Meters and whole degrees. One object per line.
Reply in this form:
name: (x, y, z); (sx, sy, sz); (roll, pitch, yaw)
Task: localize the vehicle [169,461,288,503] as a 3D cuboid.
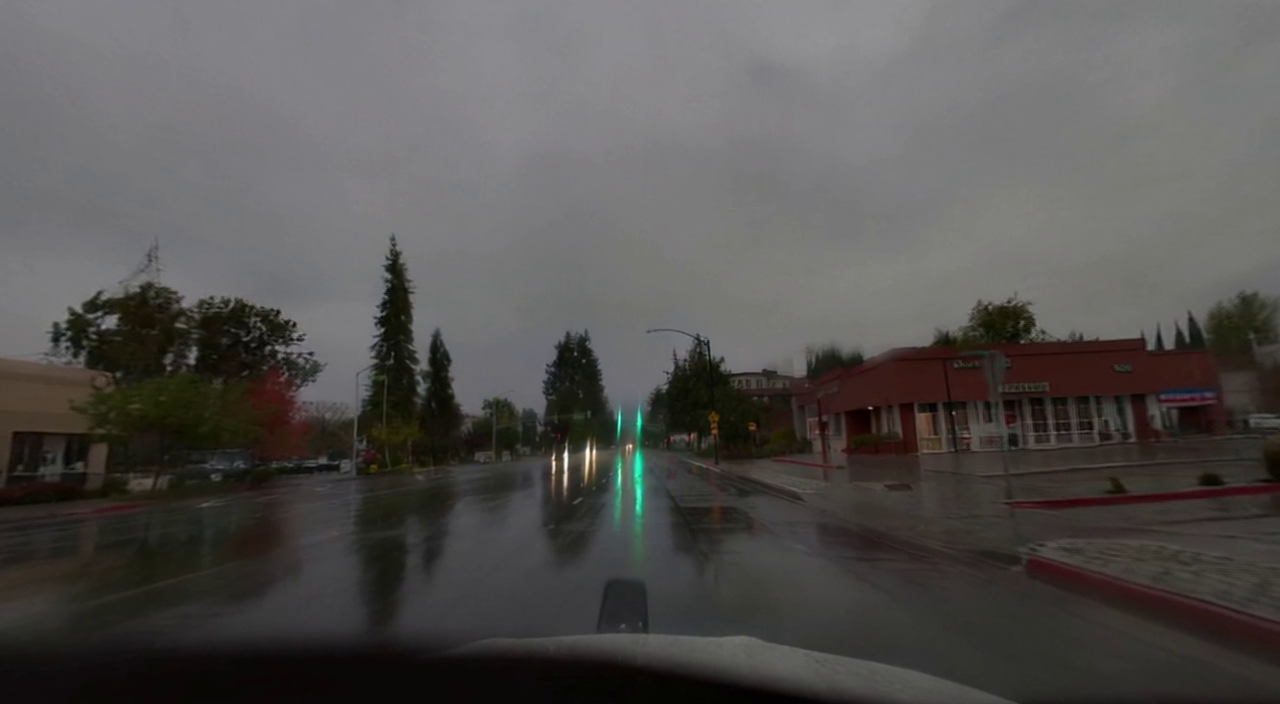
vehicle: (-17.381, 5.467, 26.824); (1.861, 1.541, 4.530); (0, -9, 3)
